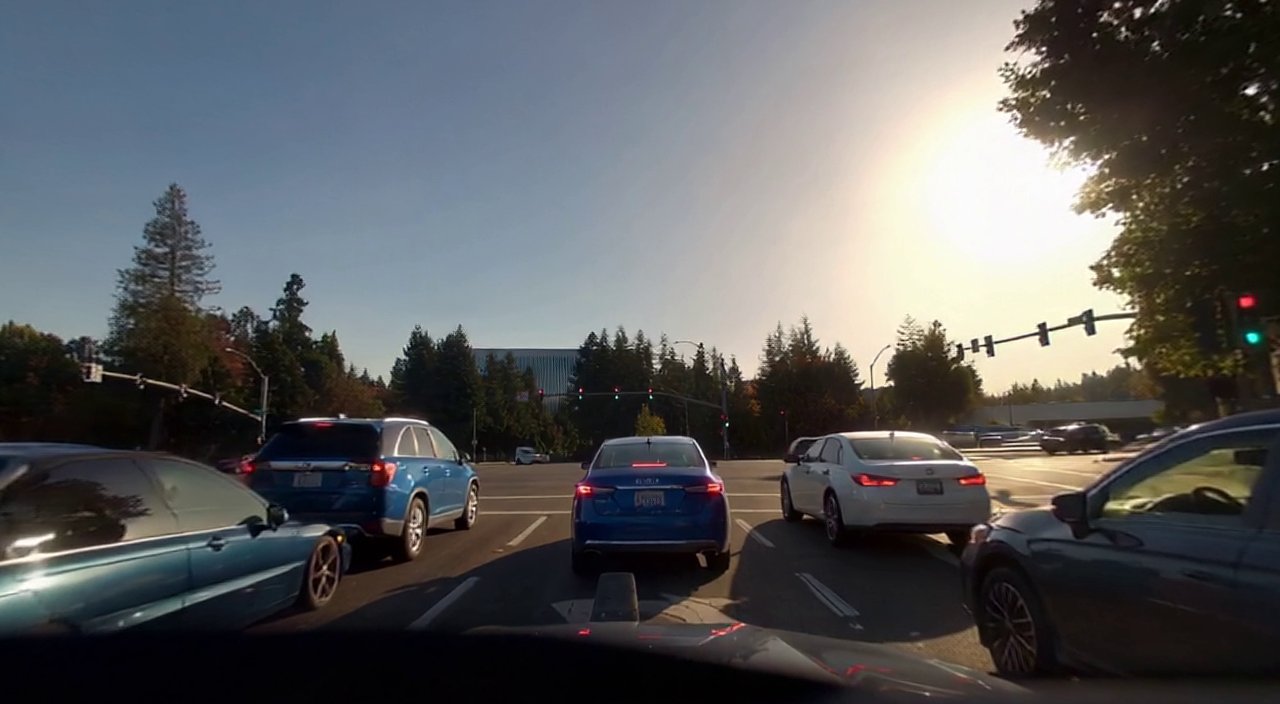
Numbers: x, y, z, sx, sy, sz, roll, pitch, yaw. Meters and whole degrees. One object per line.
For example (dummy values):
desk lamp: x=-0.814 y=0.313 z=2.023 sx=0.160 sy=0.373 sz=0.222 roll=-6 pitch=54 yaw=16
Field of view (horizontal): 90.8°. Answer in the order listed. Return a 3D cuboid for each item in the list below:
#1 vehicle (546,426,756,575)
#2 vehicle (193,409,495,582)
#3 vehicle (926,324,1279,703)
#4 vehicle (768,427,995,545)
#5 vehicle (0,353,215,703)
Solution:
vehicle: x=0.052 y=1.816 z=8.487 sx=2.114 sy=1.482 sz=4.056 roll=0 pitch=-9 yaw=-2
vehicle: x=-3.428 y=1.747 z=8.442 sx=1.958 sy=1.693 sz=4.242 roll=0 pitch=-9 yaw=0
vehicle: x=3.260 y=0.818 z=2.512 sx=2.178 sy=1.691 sz=4.314 roll=0 pitch=-9 yaw=0
vehicle: x=3.536 y=2.049 z=10.300 sx=1.874 sy=1.487 sz=4.404 roll=0 pitch=-9 yaw=-1
vehicle: x=-3.345 y=0.662 z=1.141 sx=2.034 sy=1.655 sz=4.465 roll=0 pitch=-9 yaw=0
